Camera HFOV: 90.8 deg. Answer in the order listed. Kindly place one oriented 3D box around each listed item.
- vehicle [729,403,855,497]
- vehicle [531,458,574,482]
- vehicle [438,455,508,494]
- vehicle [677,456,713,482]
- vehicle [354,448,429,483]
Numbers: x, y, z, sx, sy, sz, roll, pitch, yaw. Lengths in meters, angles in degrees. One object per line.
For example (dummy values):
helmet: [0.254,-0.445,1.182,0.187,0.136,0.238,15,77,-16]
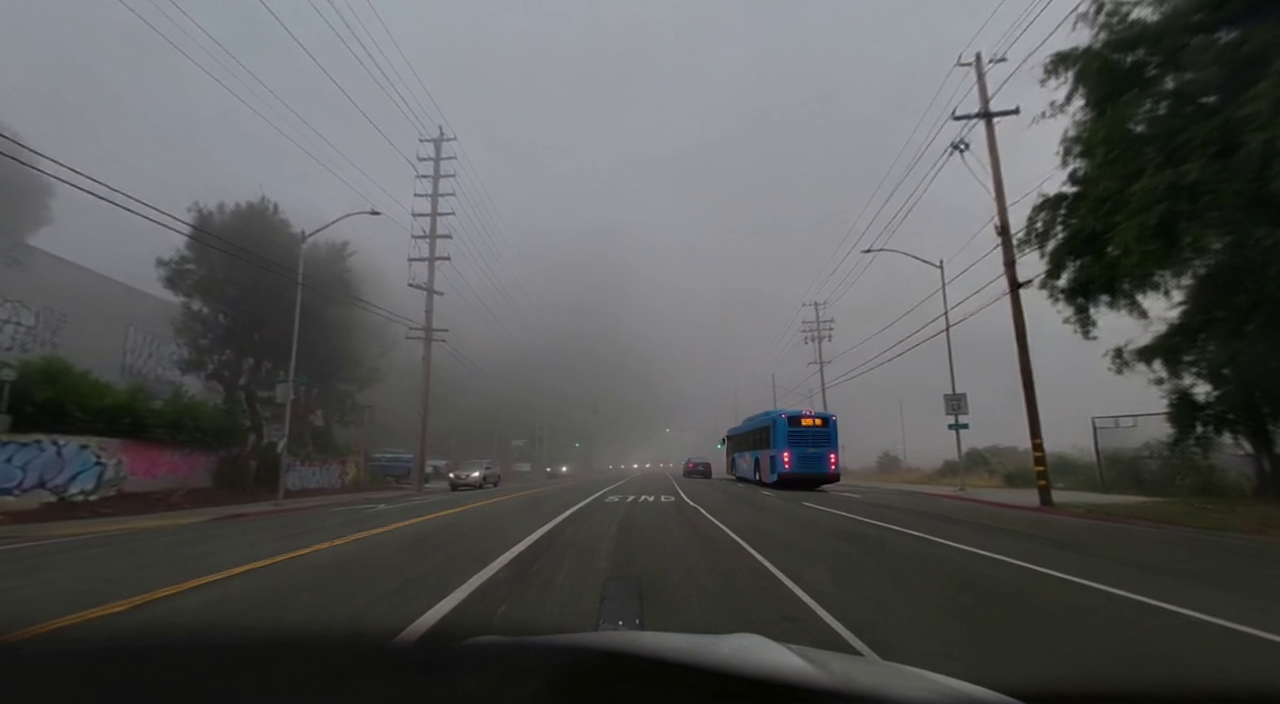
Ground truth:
vehicle: [6.471,4.520,29.609,3.045,3.447,12.604,0,-8,1]
vehicle: [-6.776,9.167,49.366,2.017,1.659,4.405,-2,-9,9]
vehicle: [-8.181,6.038,31.430,2.011,1.672,4.637,-1,-8,3]
vehicle: [3.552,7.612,41.325,1.961,1.470,4.196,0,-8,0]
vehicle: [-17.090,7.837,43.603,4.244,2.316,1.959,-1,-8,3]
